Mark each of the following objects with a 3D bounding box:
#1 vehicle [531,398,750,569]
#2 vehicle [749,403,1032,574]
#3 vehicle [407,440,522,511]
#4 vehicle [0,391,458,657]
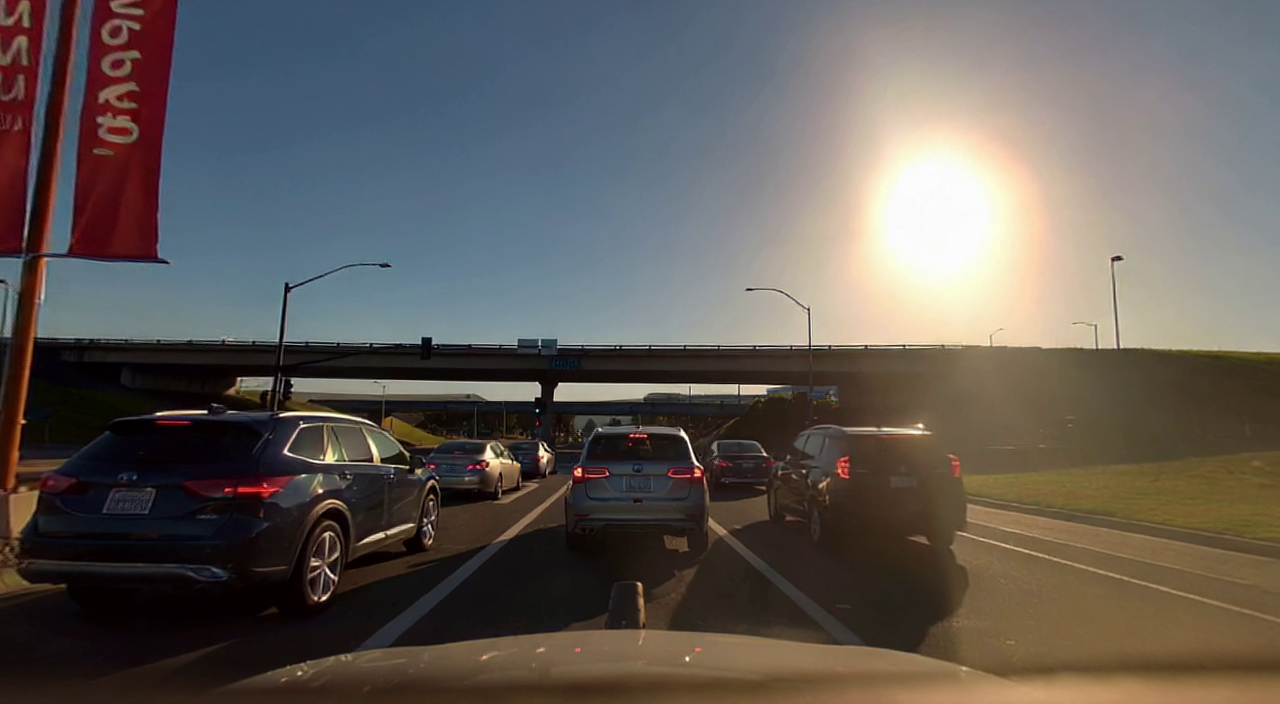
[{"bbox_3d":[-0.083,1.773,9.220,2.409,1.864,4.471,0,-9,-2],"label":"vehicle"},{"bbox_3d":[3.098,1.806,9.122,2.016,1.804,4.681,0,-9,-2],"label":"vehicle"},{"bbox_3d":[-4.151,2.947,15.435,1.797,1.505,3.506,0,-9,0],"label":"vehicle"},{"bbox_3d":[-3.496,1.430,6.273,2.039,1.709,4.265,0,-9,0],"label":"vehicle"}]
